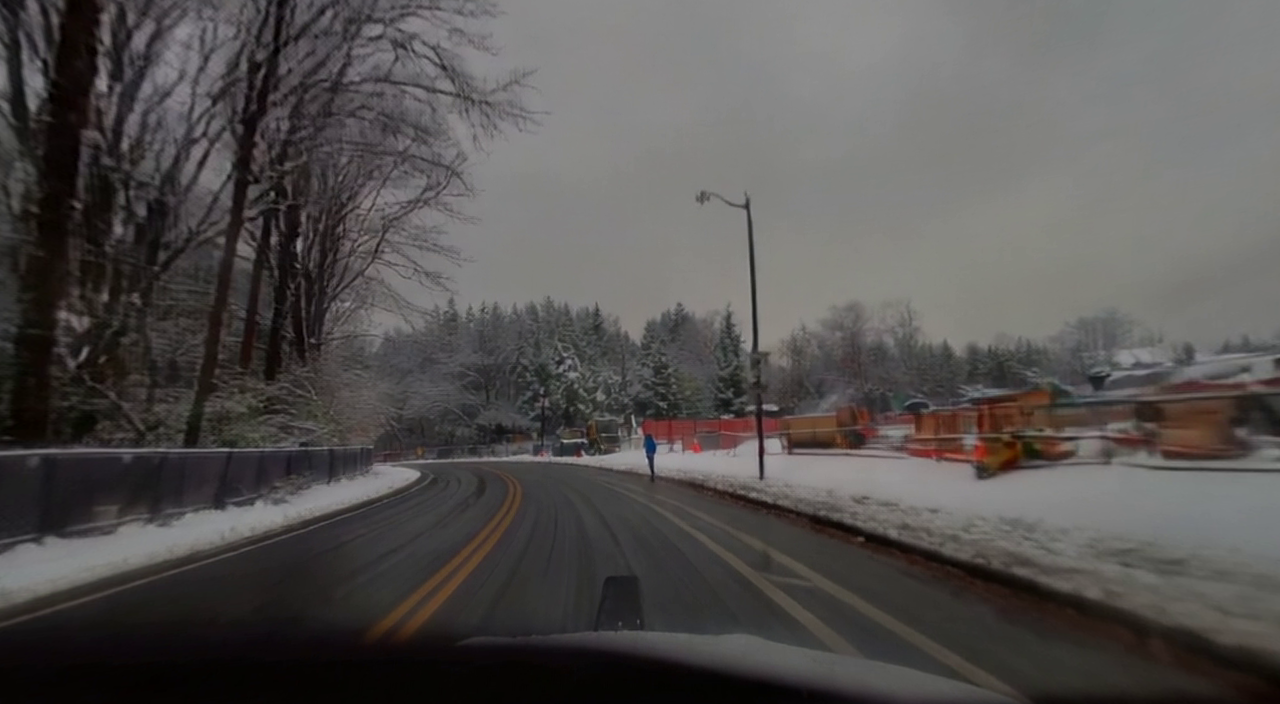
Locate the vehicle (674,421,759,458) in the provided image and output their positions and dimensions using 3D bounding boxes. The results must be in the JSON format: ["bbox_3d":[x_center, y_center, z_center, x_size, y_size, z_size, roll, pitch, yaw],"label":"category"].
[{"bbox_3d":[4.970,5.680,41.013,5.021,1.930,2.119,-1,-8,-30],"label":"vehicle"}]

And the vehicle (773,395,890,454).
[{"bbox_3d":[7.107,2.759,23.589,3.674,1.559,1.775,10,-12,-10],"label":"vehicle"}]

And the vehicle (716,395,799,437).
[{"bbox_3d":[6.678,3.658,35.904,4.180,1.880,2.028,9,-9,-26],"label":"vehicle"}]

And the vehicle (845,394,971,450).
[{"bbox_3d":[8.774,2.346,20.866,3.451,1.504,1.652,5,-11,-6],"label":"vehicle"}]

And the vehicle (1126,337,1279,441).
[{"bbox_3d":[9.825,0.607,9.673,1.635,1.445,3.563,0,-8,-6],"label":"vehicle"}]
